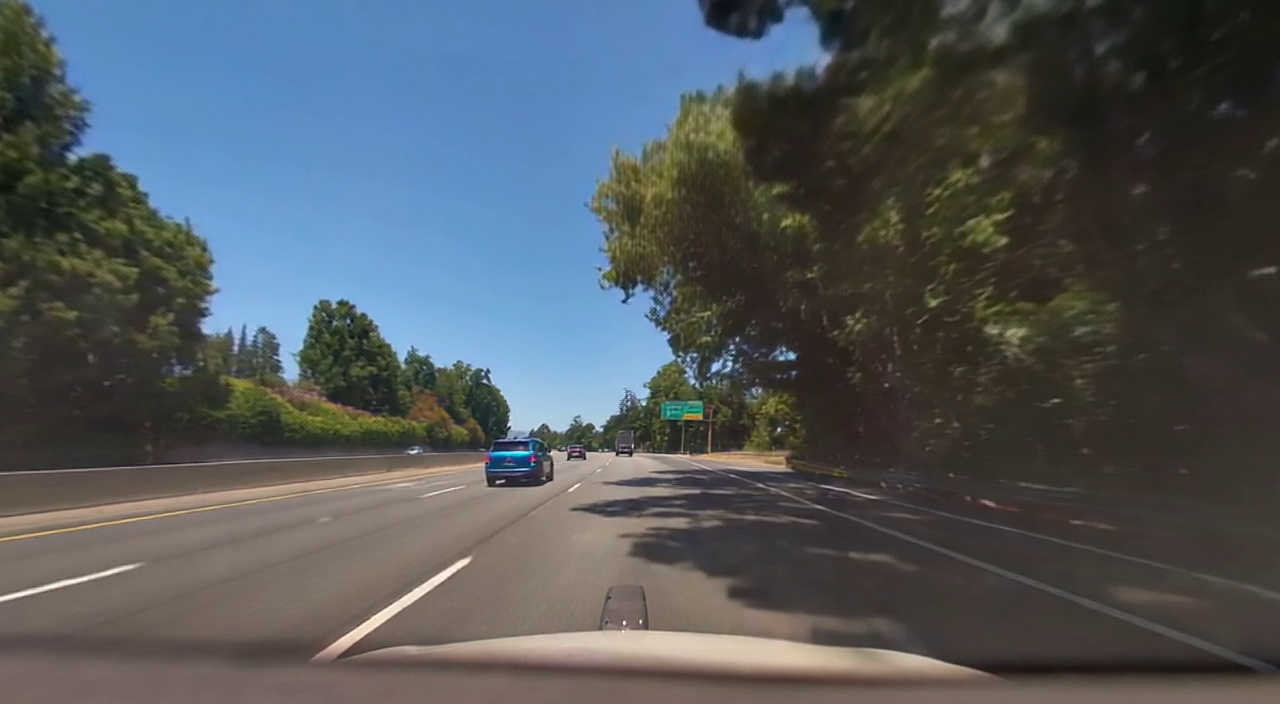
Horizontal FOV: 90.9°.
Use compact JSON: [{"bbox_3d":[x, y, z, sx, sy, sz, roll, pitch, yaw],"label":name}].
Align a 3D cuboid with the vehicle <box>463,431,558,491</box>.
[{"bbox_3d":[-4.072,3.498,20.666,2.162,1.724,4.537,0,-8,0],"label":"vehicle"}]
